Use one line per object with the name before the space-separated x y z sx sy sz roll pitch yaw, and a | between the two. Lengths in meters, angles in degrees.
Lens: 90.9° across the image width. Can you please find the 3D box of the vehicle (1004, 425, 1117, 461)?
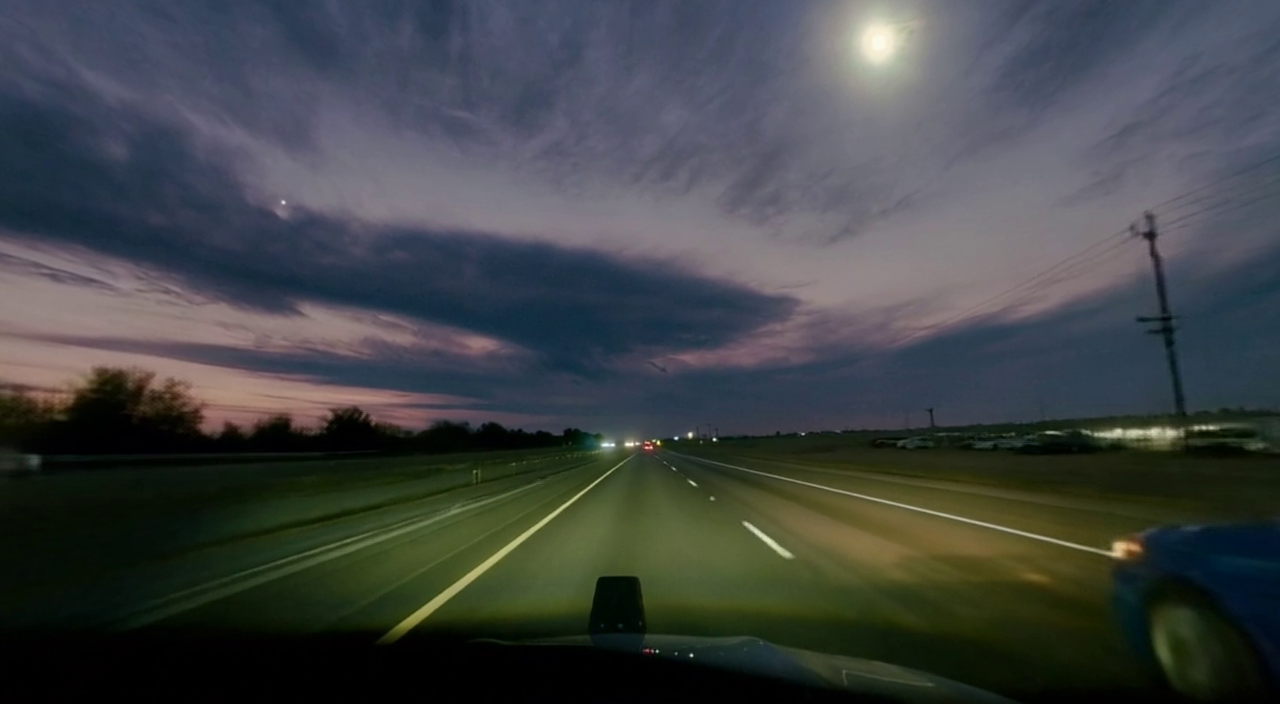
vehicle | 32.106 7.034 48.672 2.717 2.508 8.501 0 -9 -1

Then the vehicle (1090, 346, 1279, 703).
vehicle | 3.510 0.603 1.070 2.044 1.658 4.640 0 -8 0
